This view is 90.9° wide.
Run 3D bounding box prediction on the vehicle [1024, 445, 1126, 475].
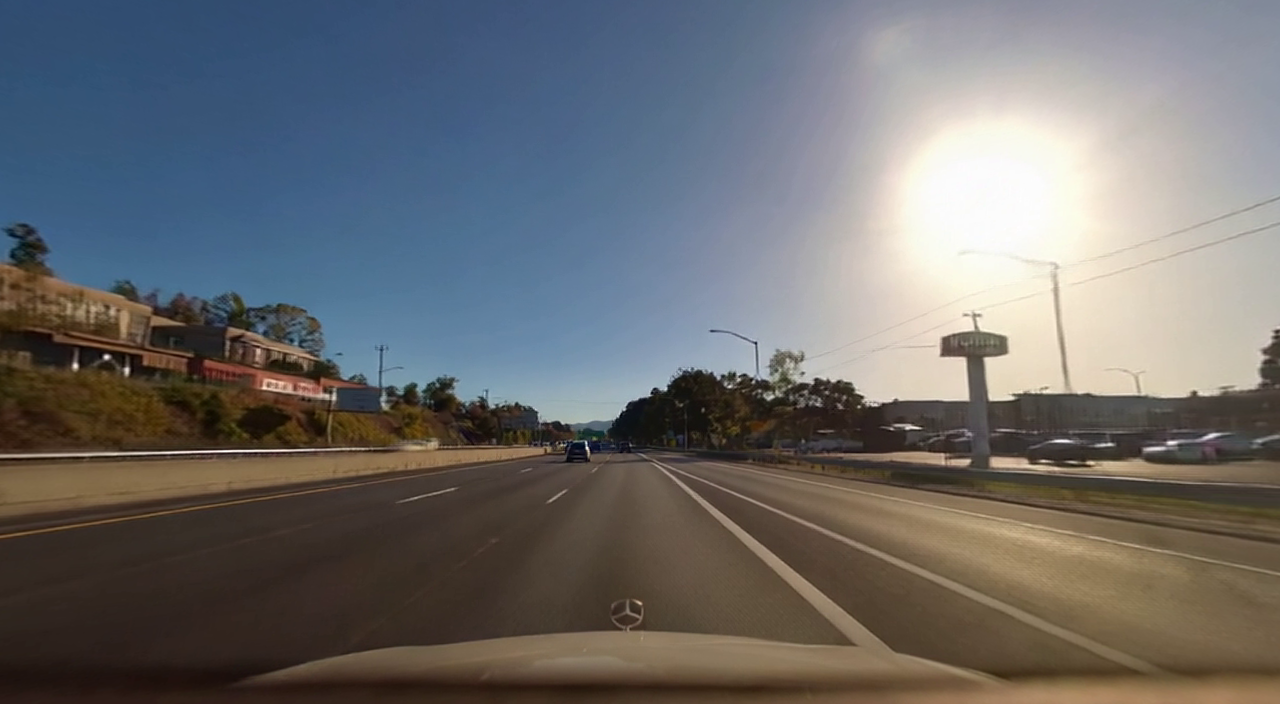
[{"bbox_3d":[26.988,6.692,39.422,1.972,1.749,5.464,1,-8,-7],"label":"vehicle"}]
